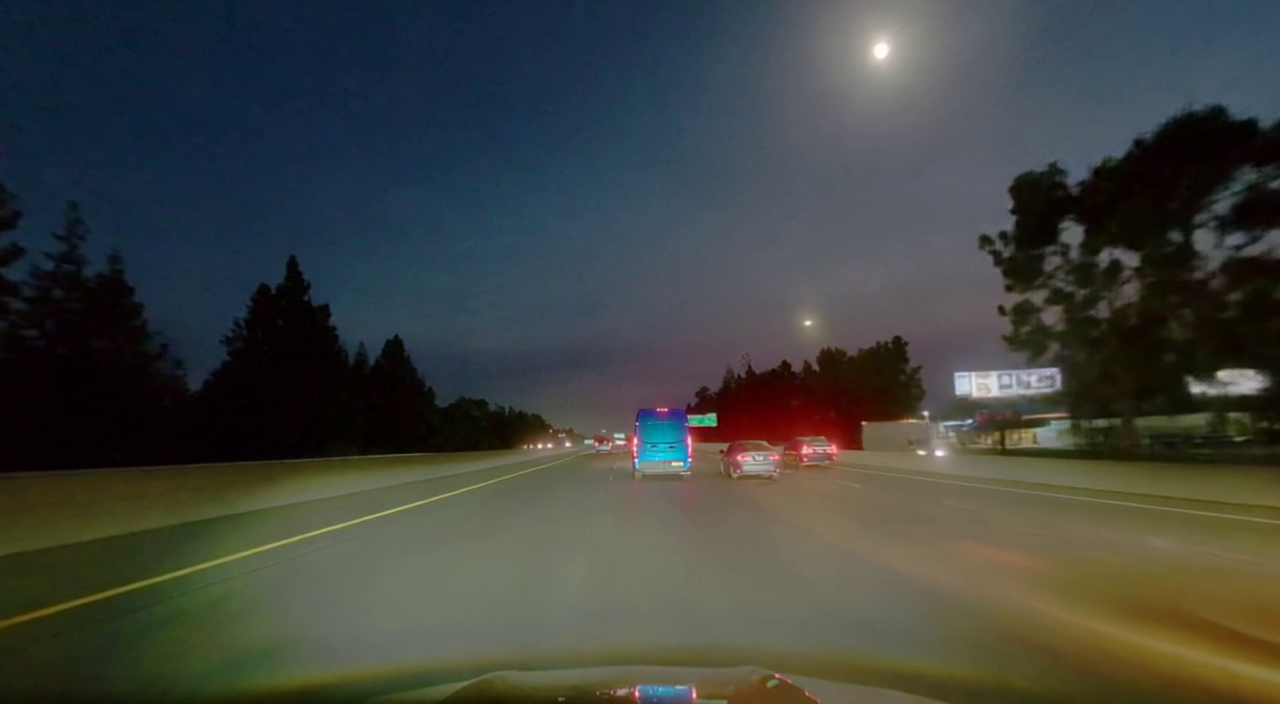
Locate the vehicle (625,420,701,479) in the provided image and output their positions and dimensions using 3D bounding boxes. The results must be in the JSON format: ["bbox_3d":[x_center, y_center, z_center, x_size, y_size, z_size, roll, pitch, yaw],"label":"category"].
[{"bbox_3d":[0.768,3.858,25.083,2.546,2.087,5.404,0,-8,-3],"label":"vehicle"}]

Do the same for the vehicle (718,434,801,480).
[{"bbox_3d":[4.205,3.757,22.747,2.099,1.510,3.784,0,-8,-2],"label":"vehicle"}]

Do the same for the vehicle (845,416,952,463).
[{"bbox_3d":[16.983,5.870,42.085,3.113,2.773,8.752,0,-8,-3],"label":"vehicle"}]

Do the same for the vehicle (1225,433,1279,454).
[{"bbox_3d":[47.867,6.977,47.862,4.409,1.535,2.038,0,-8,-1],"label":"vehicle"}]

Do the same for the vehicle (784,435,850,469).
[{"bbox_3d":[8.286,4.705,29.709,1.874,1.496,3.586,0,-8,-3],"label":"vehicle"}]
